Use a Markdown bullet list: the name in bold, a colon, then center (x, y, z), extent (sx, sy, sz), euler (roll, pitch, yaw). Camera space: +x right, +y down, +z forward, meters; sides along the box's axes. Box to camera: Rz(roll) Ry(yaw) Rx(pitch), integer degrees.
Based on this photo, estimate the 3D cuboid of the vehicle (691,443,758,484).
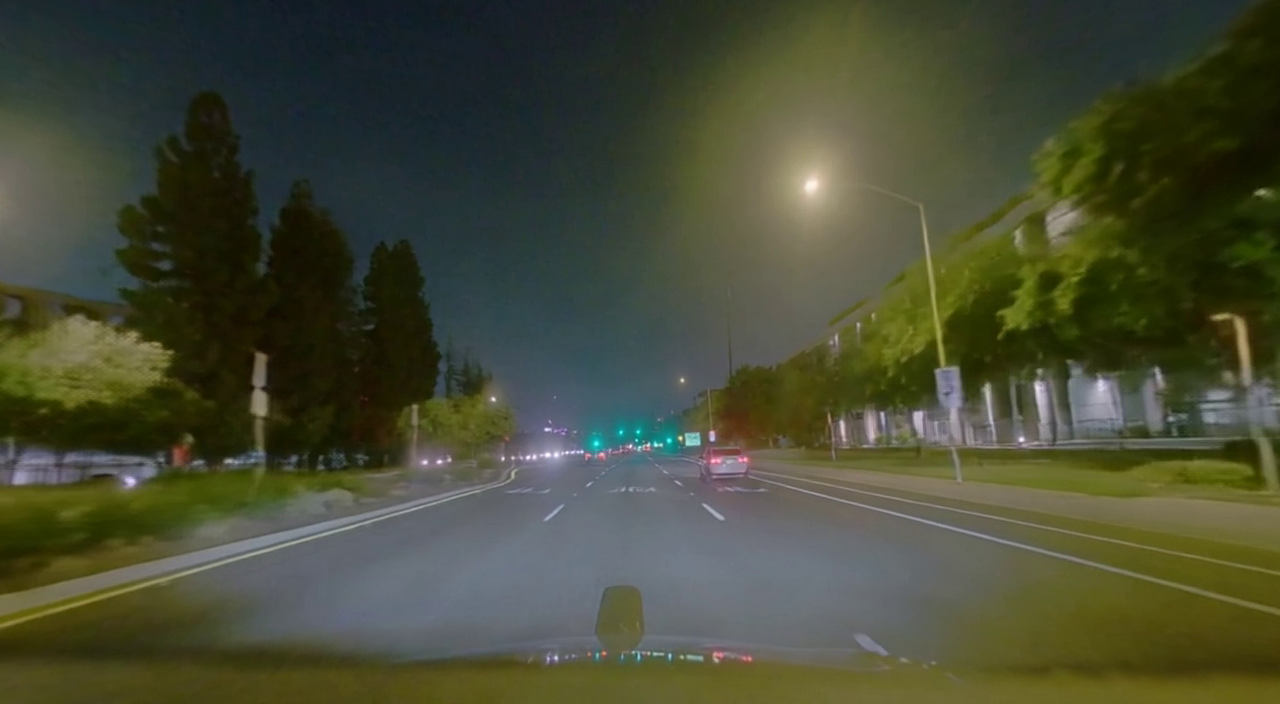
- **vehicle**: center (3.240, 4.365, 25.073), extent (1.966, 1.449, 4.290), euler (0, -9, -1)
